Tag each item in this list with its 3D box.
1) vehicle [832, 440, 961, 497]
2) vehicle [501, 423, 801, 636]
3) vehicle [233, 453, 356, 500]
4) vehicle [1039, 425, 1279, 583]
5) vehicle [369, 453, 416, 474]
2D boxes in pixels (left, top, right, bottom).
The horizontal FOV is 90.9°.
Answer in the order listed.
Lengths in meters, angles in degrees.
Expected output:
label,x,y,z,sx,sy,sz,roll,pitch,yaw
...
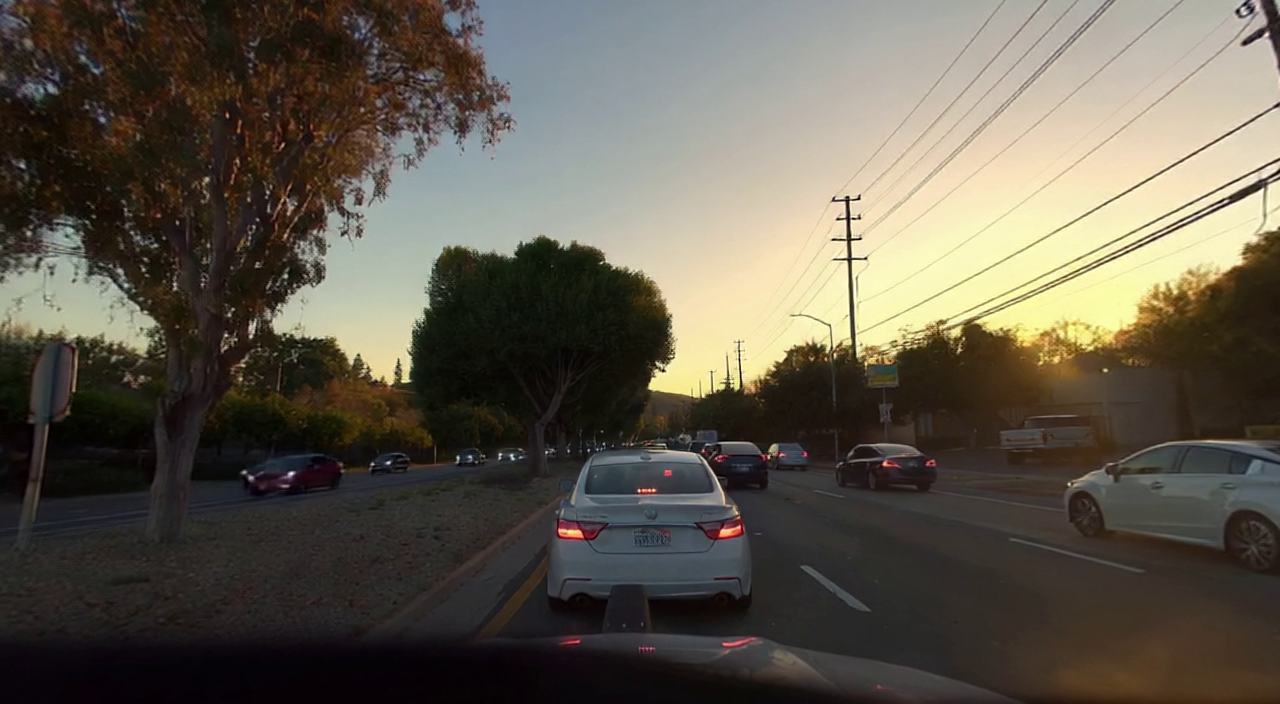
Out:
label,x,y,z,sx,sy,sz,roll,pitch,yaw
vehicle,7.297,3.332,18.521,1.899,1.458,4.499,0,-8,0
vehicle,0.066,1.540,6.477,2.108,1.479,3.935,0,-8,0
vehicle,-11.977,4.309,22.259,1.804,1.430,4.456,0,-8,0
vehicle,6.991,1.632,7.292,1.850,1.480,4.474,0,-8,1
vehicle,-19.111,8.580,48.852,1.853,1.489,4.449,0,-8,0
